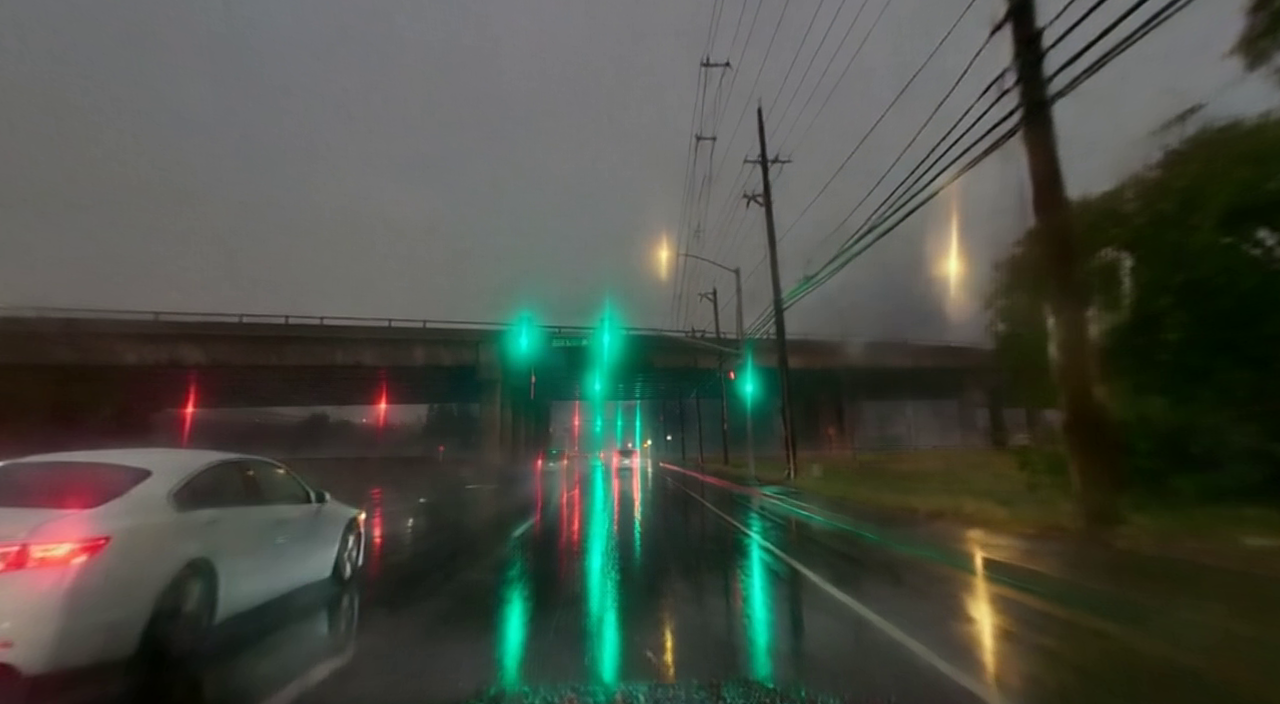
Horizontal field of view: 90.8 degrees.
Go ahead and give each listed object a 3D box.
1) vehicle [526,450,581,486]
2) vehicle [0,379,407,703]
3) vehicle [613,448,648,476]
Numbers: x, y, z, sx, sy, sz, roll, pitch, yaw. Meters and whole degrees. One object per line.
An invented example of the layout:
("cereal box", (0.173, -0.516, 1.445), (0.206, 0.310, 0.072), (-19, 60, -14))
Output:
("vehicle", (-3.828, 5.205, 28.658), (1.946, 1.437, 4.154), (0, -8, 0))
("vehicle", (-3.529, 1.259, 4.730), (1.925, 1.666, 4.271), (0, -8, 0))
("vehicle", (-0.603, 6.679, 38.473), (1.985, 1.565, 3.968), (0, -8, -2))
